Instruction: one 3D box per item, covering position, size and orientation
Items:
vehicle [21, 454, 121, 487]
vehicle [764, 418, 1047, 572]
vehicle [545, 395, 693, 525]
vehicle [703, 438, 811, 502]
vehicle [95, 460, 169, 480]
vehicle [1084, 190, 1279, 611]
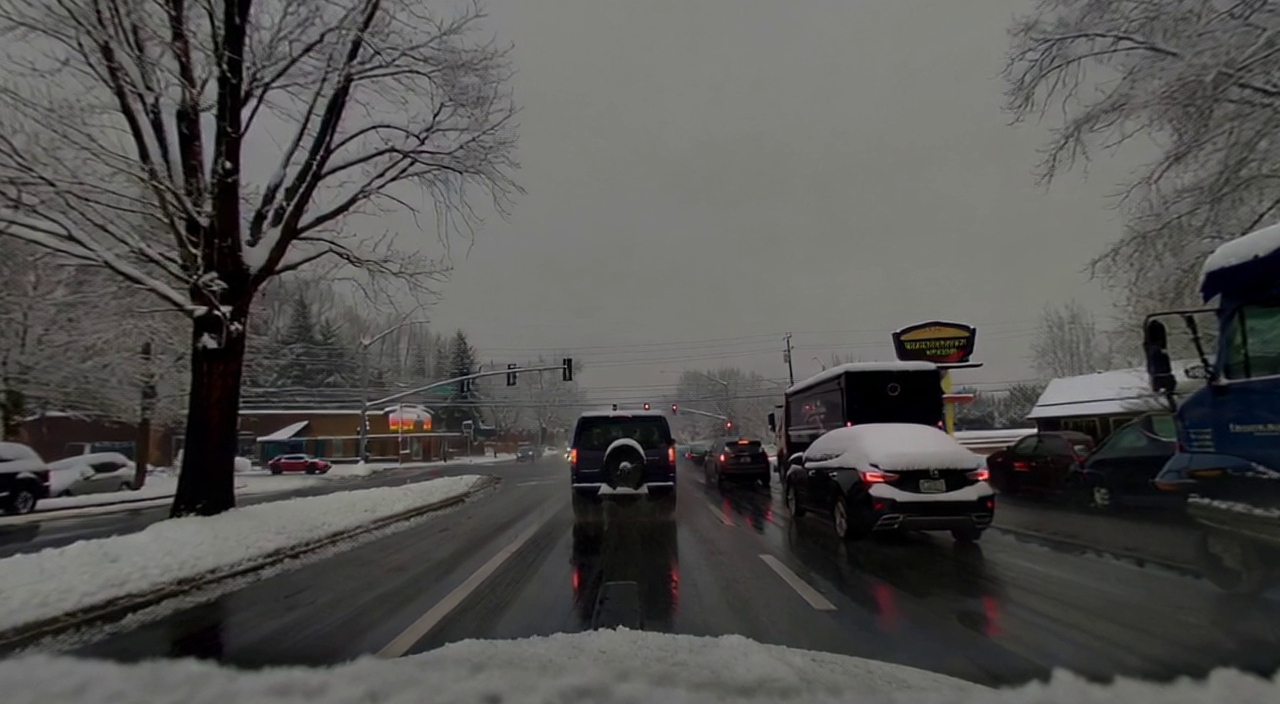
[{"bbox_3d":[-28.587,5.934,31.918,1.730,1.534,3.922,1,-9,-7],"label":"vehicle"},{"bbox_3d":[3.264,1.871,9.136,1.905,1.587,4.998,0,-9,0],"label":"vehicle"},{"bbox_3d":[-0.388,2.220,13.343,2.499,2.183,5.111,0,-9,-1],"label":"vehicle"},{"bbox_3d":[2.996,3.128,17.168,1.922,1.483,4.436,0,-9,-2],"label":"vehicle"},{"bbox_3d":[-38.216,8.874,47.567,4.150,1.474,1.826,-1,-9,8],"label":"vehicle"},{"bbox_3d":[6.510,0.126,3.343,2.802,3.322,7.429,0,-9,0],"label":"vehicle"}]
